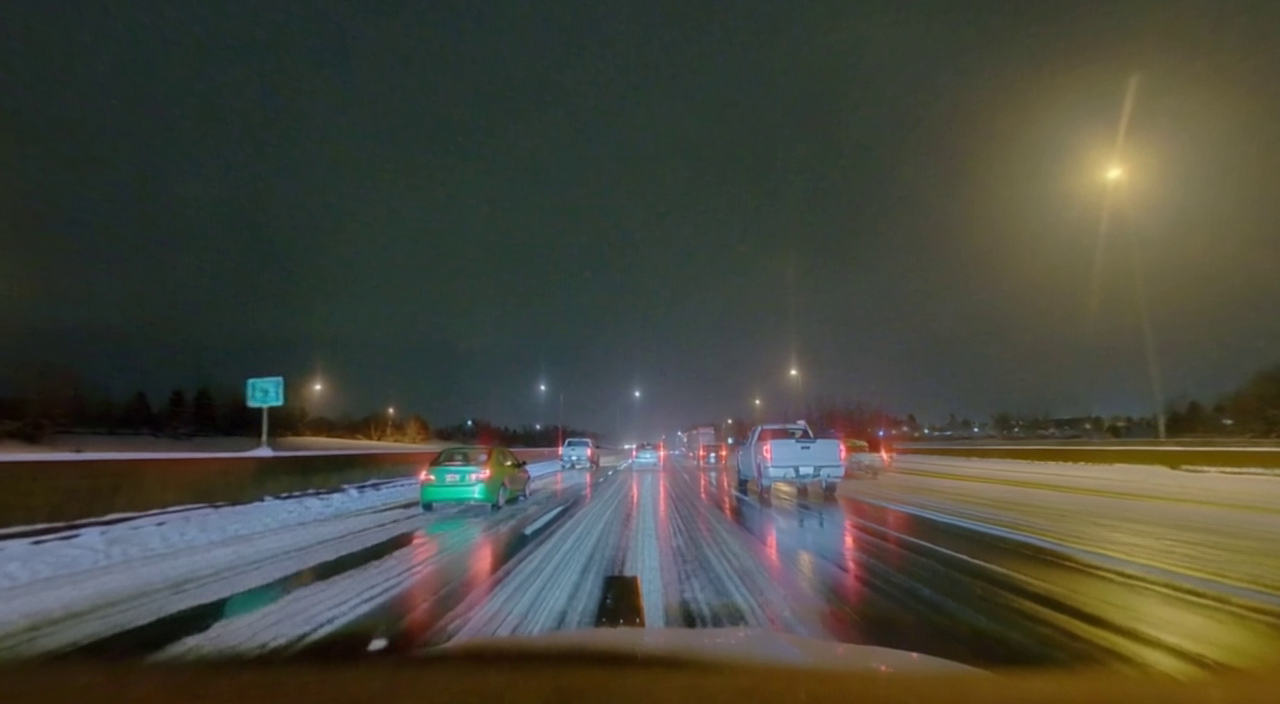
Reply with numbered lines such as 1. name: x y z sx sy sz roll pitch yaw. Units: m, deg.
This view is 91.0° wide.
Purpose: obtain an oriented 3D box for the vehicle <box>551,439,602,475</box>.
1. vehicle: -3.346 5.708 34.382 2.176 1.783 4.799 0 -9 1

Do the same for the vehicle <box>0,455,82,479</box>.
1. vehicle: -42.360 8.046 44.415 1.825 1.533 4.428 0 -9 0

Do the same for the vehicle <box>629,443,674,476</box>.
1. vehicle: 0.582 5.452 32.254 2.147 1.572 4.094 0 -9 0

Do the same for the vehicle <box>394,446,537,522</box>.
1. vehicle: -3.681 2.842 14.179 1.947 1.424 4.264 0 -9 1

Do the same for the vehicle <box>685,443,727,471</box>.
1. vehicle: 4.204 6.762 40.750 2.145 1.636 4.437 0 -9 -1

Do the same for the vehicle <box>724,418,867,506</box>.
1. vehicle: 3.832 2.861 16.820 2.340 1.925 5.529 0 -9 -1
